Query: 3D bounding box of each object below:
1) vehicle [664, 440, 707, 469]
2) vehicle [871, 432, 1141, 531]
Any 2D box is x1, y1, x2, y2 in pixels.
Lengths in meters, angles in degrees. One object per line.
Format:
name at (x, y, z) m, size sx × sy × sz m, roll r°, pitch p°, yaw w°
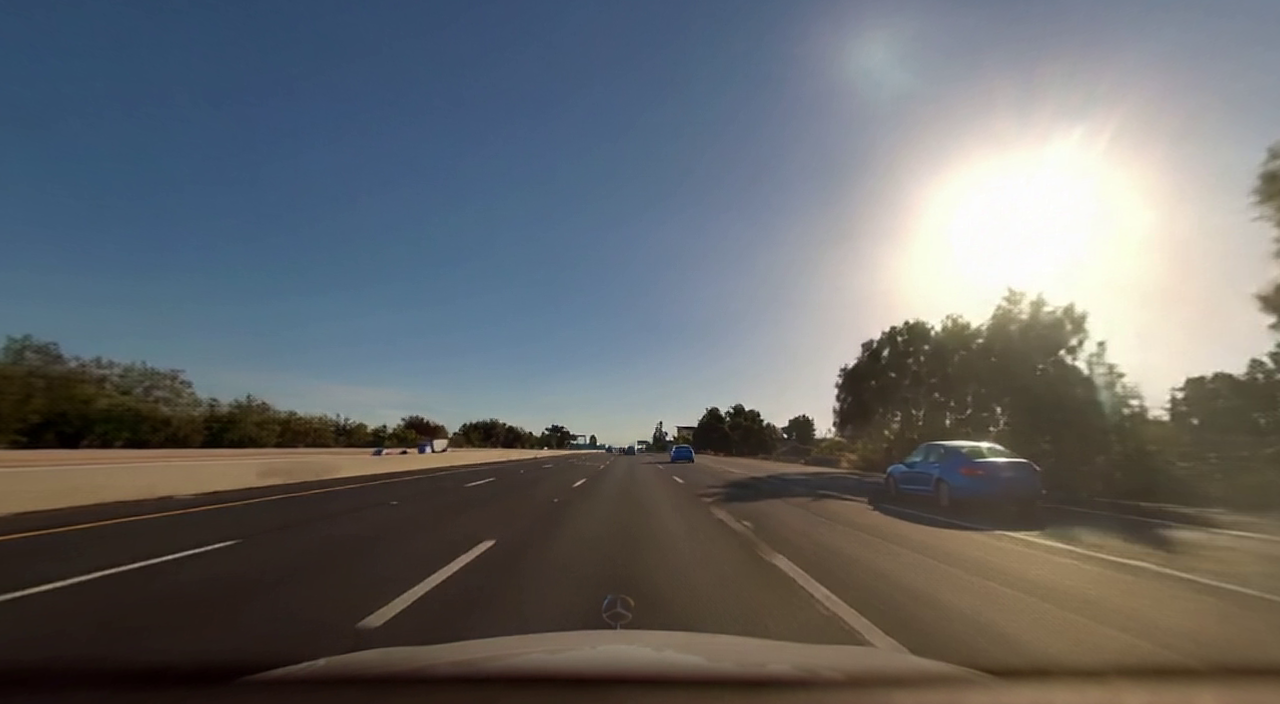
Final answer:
vehicle at (2.675, 6.160, 38.085) m, size 2.270 × 1.615 × 3.770 m, roll 0°, pitch -8°, yaw -1°
vehicle at (6.690, 2.408, 12.493) m, size 2.227 × 1.522 × 5.041 m, roll 0°, pitch -8°, yaw -1°
